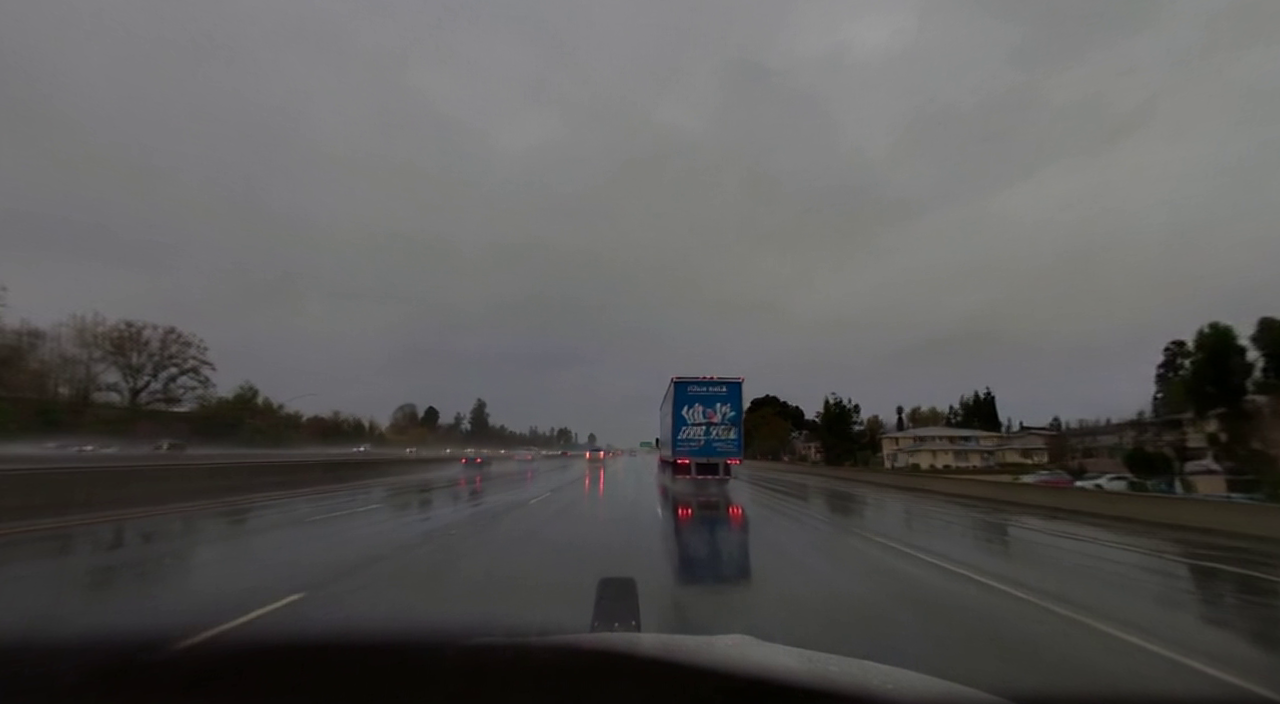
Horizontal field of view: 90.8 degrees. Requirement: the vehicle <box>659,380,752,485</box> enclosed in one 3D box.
[{"bbox_3d":[2.786,4.308,32.544,3.140,4.100,15.551,0,-9,0],"label":"vehicle"}]
